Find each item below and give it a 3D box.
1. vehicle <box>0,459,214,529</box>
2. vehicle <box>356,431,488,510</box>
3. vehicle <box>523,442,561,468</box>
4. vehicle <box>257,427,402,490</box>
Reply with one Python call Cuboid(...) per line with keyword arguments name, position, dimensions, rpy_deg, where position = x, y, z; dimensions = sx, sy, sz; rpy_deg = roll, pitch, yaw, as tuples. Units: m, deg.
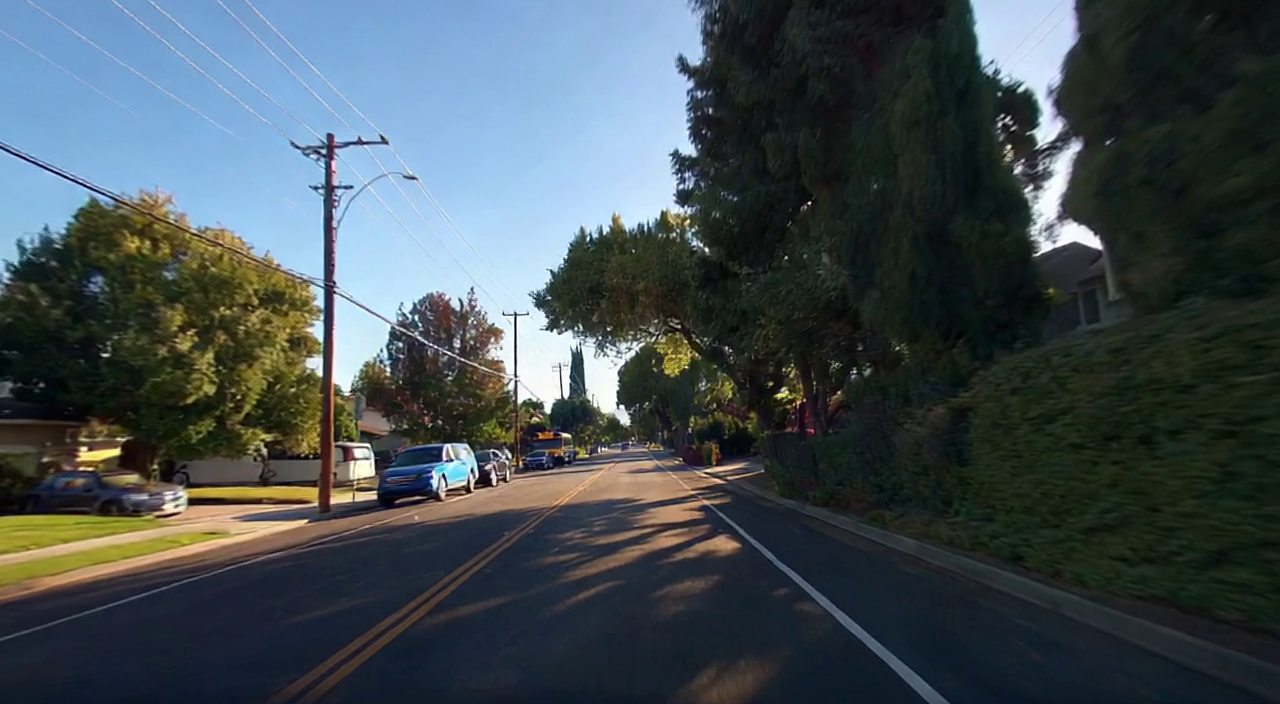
Cuboid(name="vehicle", position=(-12.736, 3.279, 14.910), dimensions=(4.267, 1.459, 1.801), rpy_deg=(-2, -9, 9))
Cuboid(name="vehicle", position=(-6.617, 3.642, 19.968), dimensions=(2.284, 1.939, 5.502), rpy_deg=(-5, -9, -2))
Cuboid(name="vehicle", position=(-6.796, 7.163, 44.031), dimensions=(2.023, 1.721, 4.418), rpy_deg=(0, -8, -1))
Cuboid(name="vehicle", position=(-14.457, 4.982, 29.559), dimensions=(5.883, 2.467, 2.214), rpy_deg=(-5, -9, 9))
